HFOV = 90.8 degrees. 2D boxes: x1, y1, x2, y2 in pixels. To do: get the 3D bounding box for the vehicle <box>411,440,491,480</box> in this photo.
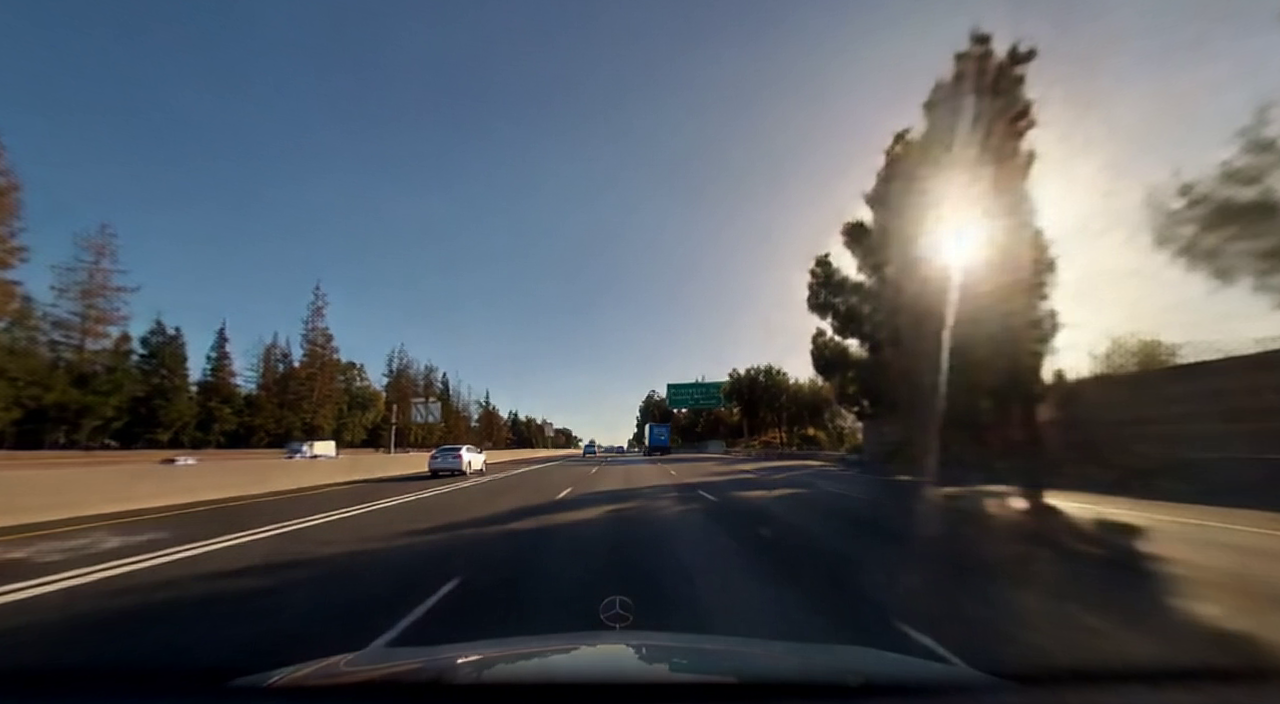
[{"bbox_3d":[-7.787,4.492,26.514,2.033,1.494,4.508,0,-9,-1],"label":"vehicle"}]
